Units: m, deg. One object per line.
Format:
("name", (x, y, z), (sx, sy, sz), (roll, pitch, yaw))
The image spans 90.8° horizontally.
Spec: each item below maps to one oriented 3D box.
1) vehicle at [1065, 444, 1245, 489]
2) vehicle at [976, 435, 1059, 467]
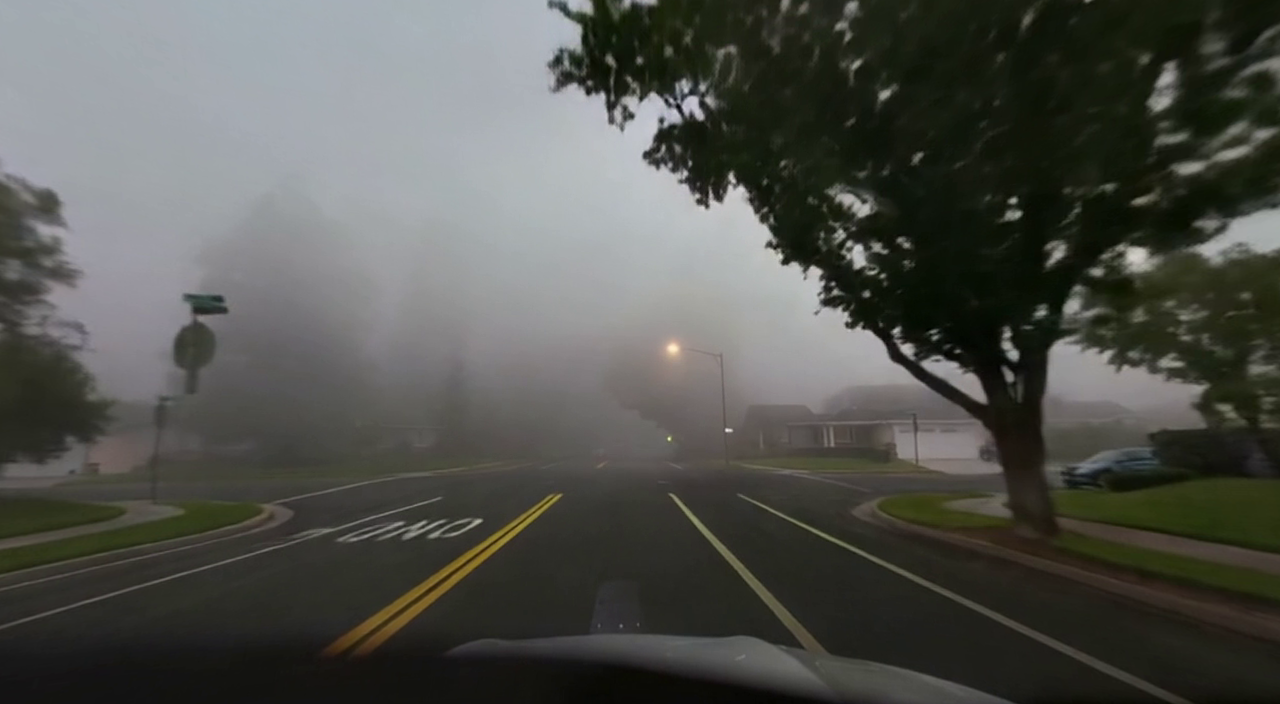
("vehicle", (17.539, 3.902, 21.707), (4.368, 1.457, 2.031), (0, -9, 1))
("vehicle", (22.905, 5.988, 38.570), (1.879, 1.584, 4.761), (1, -5, -5))
